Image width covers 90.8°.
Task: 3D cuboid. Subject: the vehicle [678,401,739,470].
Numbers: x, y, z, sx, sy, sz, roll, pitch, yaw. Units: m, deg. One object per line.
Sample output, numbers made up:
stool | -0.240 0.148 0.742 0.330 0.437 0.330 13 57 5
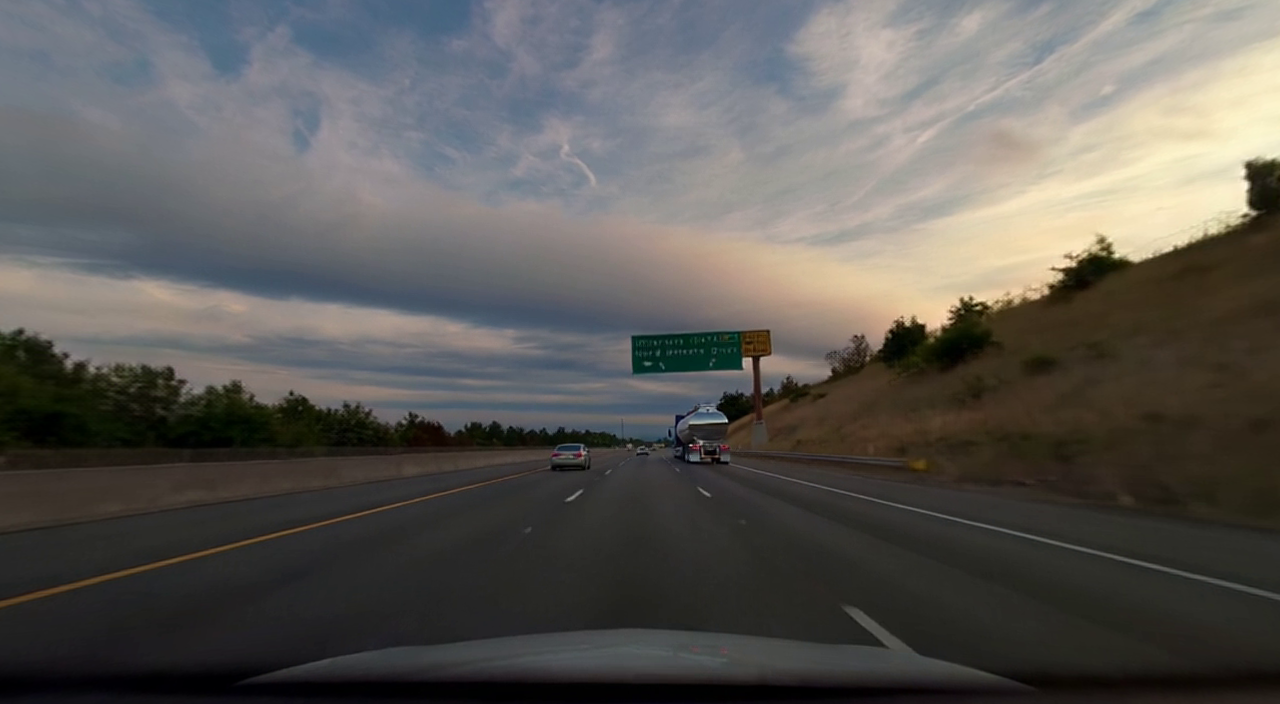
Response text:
vehicle | 3.990 5.268 39.109 2.759 3.734 9.708 0 -9 0

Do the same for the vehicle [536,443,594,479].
vehicle | -3.302 4.888 28.581 1.986 1.458 4.506 0 -9 1
